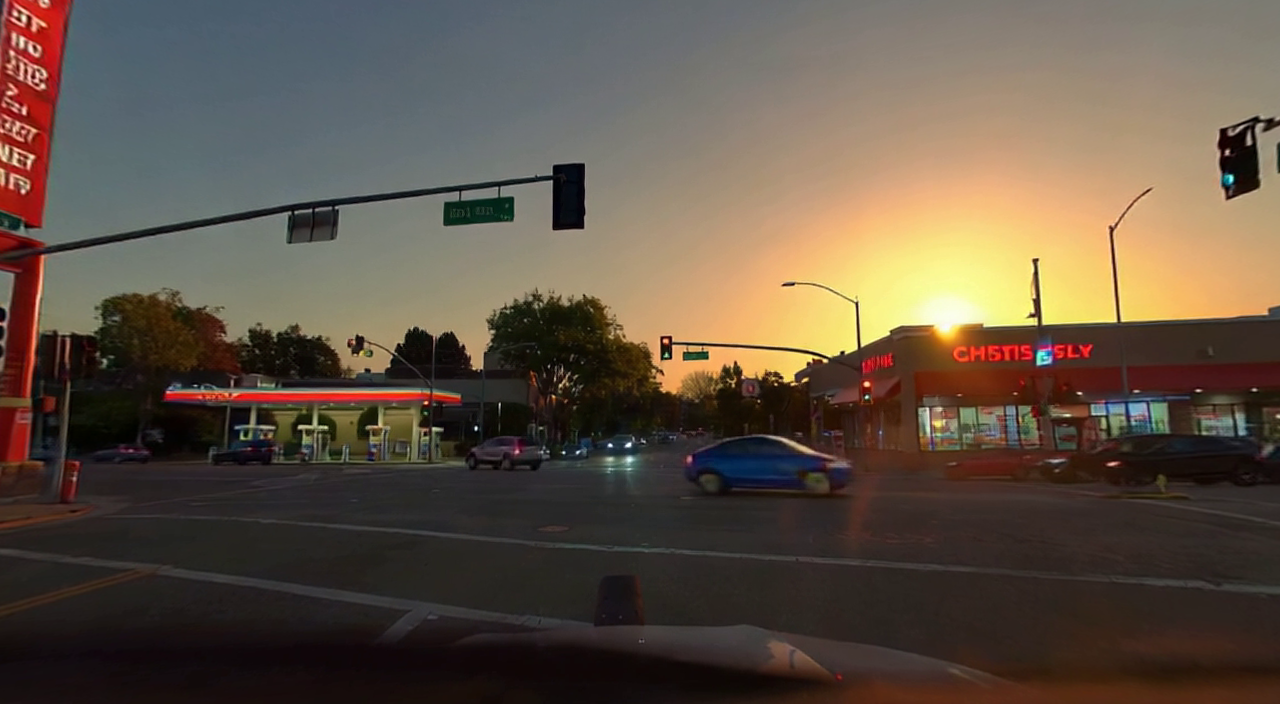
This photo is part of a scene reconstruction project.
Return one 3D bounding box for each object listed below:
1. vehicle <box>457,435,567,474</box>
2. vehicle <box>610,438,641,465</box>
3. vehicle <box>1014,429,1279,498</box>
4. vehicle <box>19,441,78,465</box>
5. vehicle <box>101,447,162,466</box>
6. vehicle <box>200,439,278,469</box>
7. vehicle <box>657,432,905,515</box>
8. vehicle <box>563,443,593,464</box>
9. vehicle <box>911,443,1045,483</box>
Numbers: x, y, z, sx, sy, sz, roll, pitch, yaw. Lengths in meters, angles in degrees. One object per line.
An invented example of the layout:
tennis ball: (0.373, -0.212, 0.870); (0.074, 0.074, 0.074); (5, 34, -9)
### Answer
vehicle: (-5.747, 4.569, 28.290); (4.568, 1.643, 1.911); (-5, -9, 26)
vehicle: (-1.115, 7.073, 45.151); (2.083, 1.764, 5.011); (0, -8, -3)
vehicle: (12.313, 2.747, 15.811); (4.681, 1.495, 2.096); (-3, -9, 21)
vehicle: (-45.806, 7.824, 48.892); (4.311, 1.742, 1.864); (-5, -10, 27)
vehicle: (-40.112, 8.236, 49.835); (4.801, 1.466, 1.830); (-5, -10, 27)
vehicle: (-24.195, 6.119, 38.089); (4.562, 1.676, 1.819); (-5, -10, 27)
vehicle: (2.891, 2.473, 13.285); (4.670, 1.458, 1.959); (-5, -10, 29)
vehicle: (-4.595, 7.598, 47.320); (2.003, 1.481, 4.091); (0, -8, -3)
vehicle: (13.328, 4.355, 25.026); (4.435, 1.457, 1.766); (-6, -10, 33)
